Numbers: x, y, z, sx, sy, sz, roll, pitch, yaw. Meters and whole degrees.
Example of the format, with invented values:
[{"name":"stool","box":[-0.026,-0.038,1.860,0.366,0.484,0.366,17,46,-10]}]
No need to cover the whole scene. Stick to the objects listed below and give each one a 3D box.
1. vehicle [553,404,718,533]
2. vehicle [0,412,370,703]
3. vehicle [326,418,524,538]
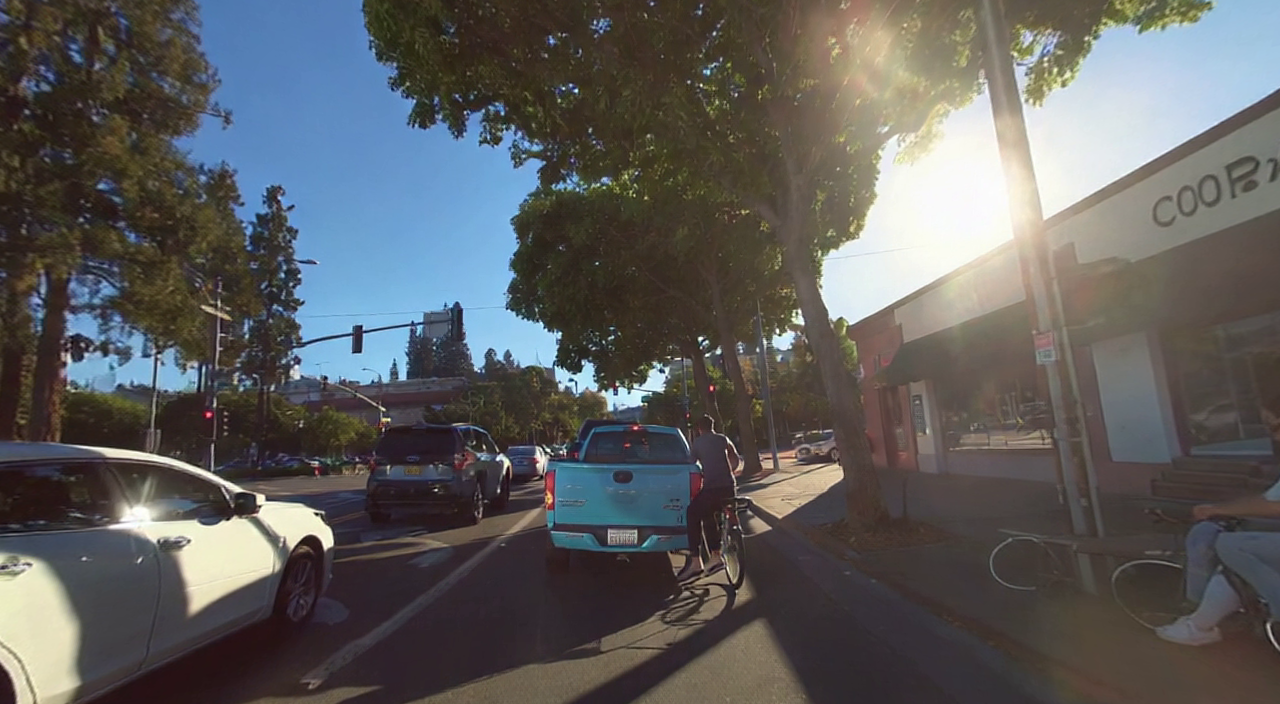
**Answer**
[{"name":"vehicle","box":[-0.105,2.095,11.898,2.426,1.882,5.027,0,-9,-1]},{"name":"vehicle","box":[-3.555,1.172,3.689,2.064,1.486,4.140,0,-9,1]},{"name":"vehicle","box":[-3.599,2.205,11.642,2.046,1.750,4.452,0,-9,0]}]
